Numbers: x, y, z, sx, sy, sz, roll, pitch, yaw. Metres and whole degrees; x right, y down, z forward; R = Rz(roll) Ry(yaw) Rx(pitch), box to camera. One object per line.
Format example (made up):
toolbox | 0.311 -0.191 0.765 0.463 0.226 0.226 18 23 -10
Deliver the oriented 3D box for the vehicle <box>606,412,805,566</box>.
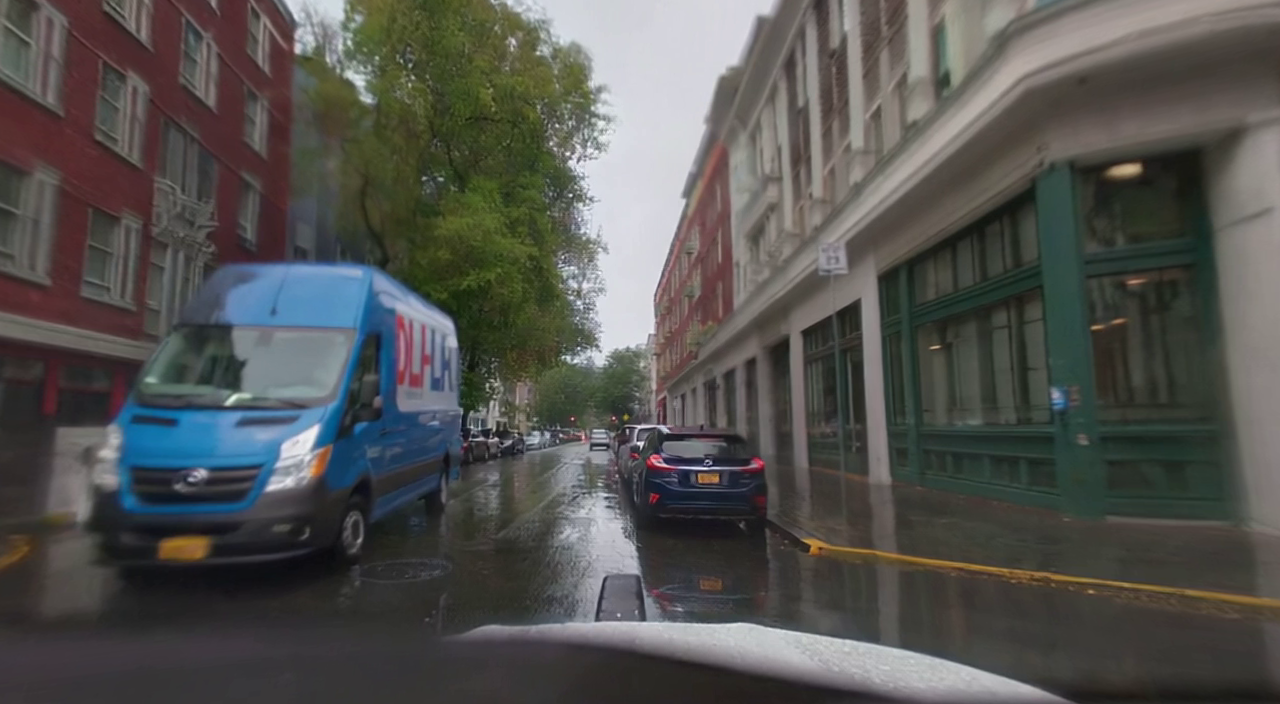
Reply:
vehicle | 0.529 1.657 8.569 1.925 1.481 4.653 1 -8 -3

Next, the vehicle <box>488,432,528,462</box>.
vehicle | -8.159 5.908 39.288 1.809 1.469 4.148 2 -4 -3

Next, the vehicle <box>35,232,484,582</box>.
vehicle | -4.106 0.916 9.059 2.558 3.014 7.101 0 -8 -5
